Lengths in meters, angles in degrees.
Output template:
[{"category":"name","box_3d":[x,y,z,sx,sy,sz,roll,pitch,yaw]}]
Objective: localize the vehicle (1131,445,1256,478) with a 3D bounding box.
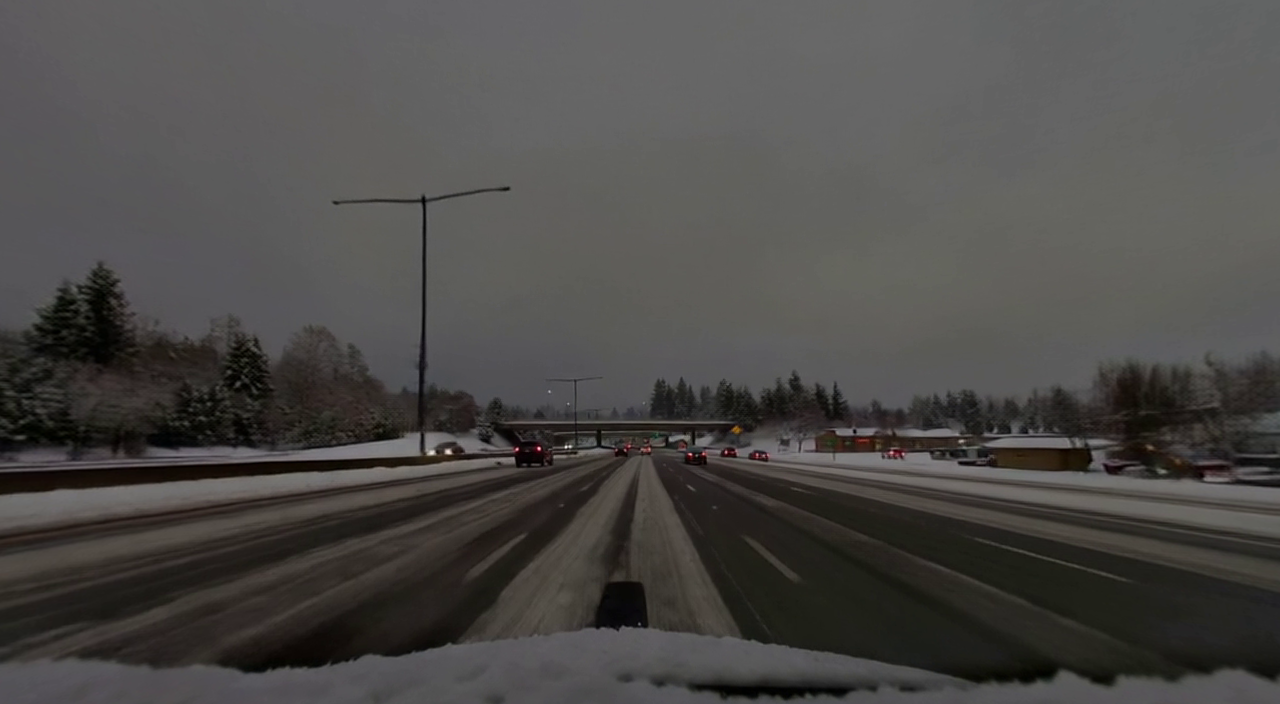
[{"category":"vehicle","box_3d":[36.671,7.205,41.767,2.387,1.982,5.758,7,-11,-38]}]

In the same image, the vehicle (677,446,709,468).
[{"category":"vehicle","box_3d":[3.750,7.441,44.621,1.950,1.453,3.378,0,-9,-1]}]

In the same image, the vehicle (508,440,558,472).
[{"category":"vehicle","box_3d":[-6.265,6.100,37.157,2.091,1.746,4.437,0,-9,1]}]
